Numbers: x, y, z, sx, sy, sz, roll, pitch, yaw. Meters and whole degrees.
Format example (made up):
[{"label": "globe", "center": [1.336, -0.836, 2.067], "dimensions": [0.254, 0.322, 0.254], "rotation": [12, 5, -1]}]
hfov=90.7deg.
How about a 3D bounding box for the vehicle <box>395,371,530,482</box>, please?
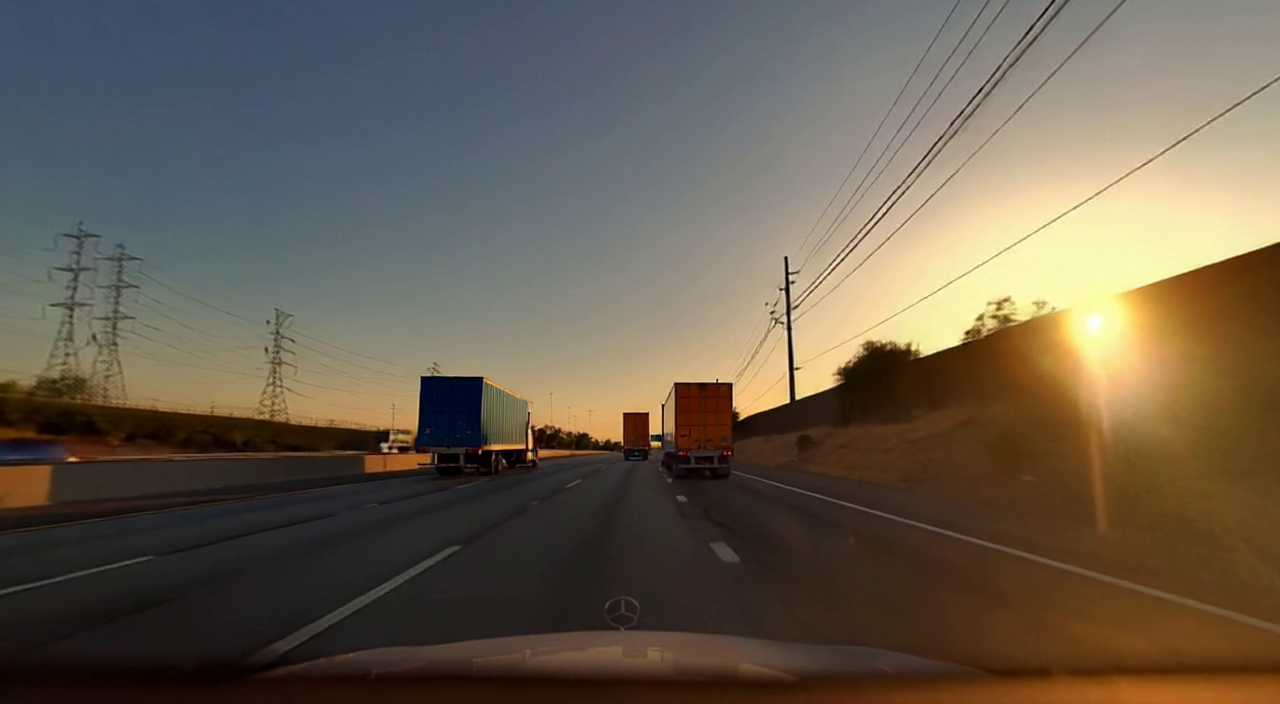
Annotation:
[{"label": "vehicle", "center": [-7.389, 3.509, 28.497], "dimensions": [2.937, 3.981, 11.119], "rotation": [0, -8, -1]}]
